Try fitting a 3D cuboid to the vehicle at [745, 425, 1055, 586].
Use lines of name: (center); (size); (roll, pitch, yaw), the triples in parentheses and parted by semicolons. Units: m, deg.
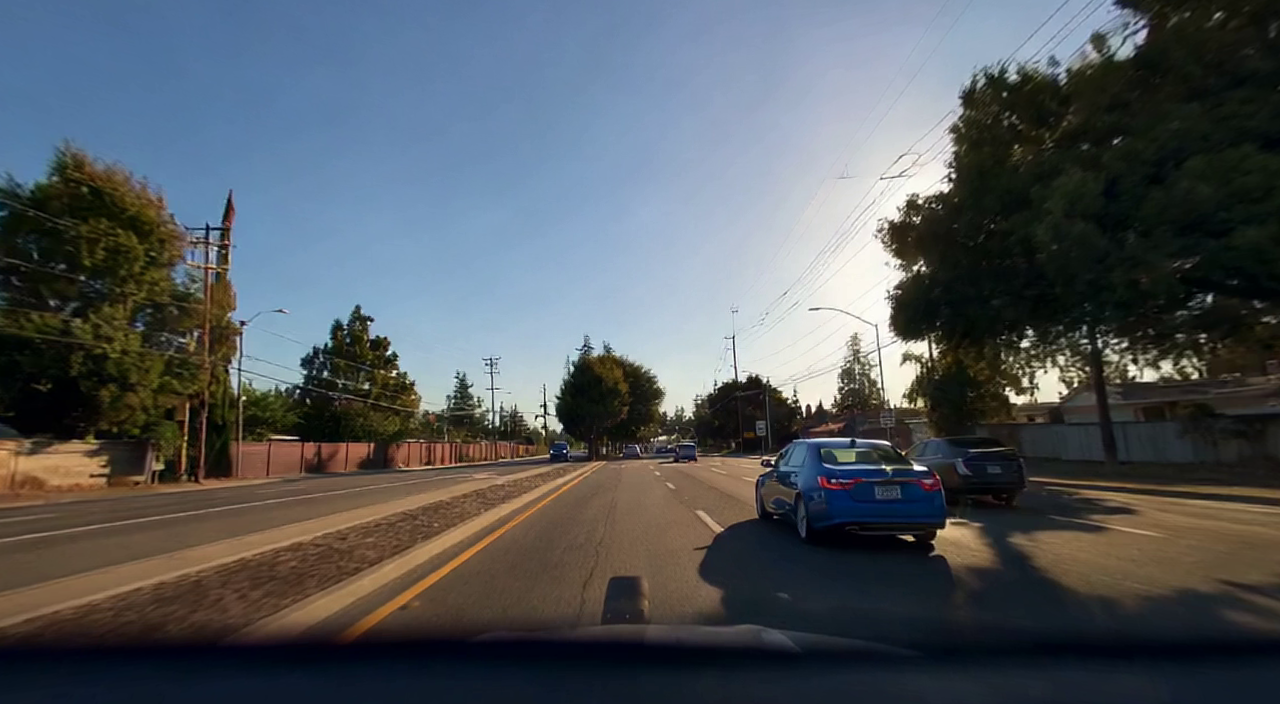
vehicle: (2.781, 1.741, 8.052); (2.063, 1.481, 4.247); (0, -8, -1)
